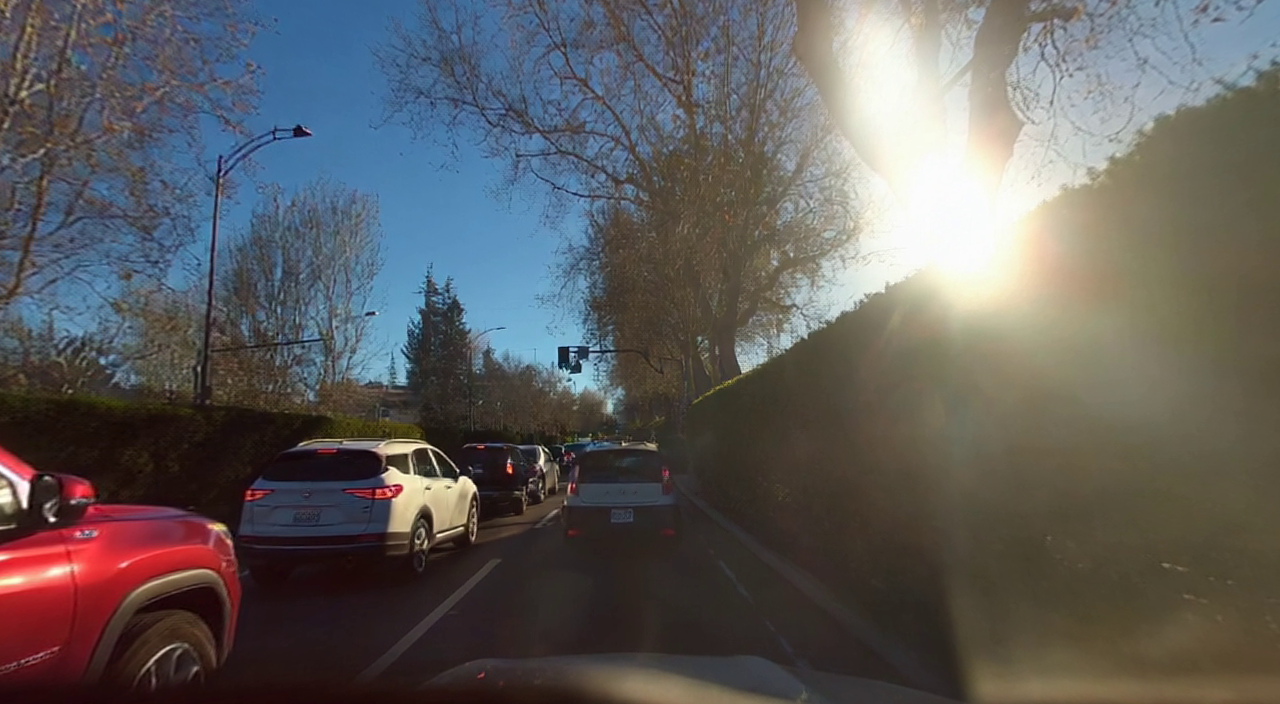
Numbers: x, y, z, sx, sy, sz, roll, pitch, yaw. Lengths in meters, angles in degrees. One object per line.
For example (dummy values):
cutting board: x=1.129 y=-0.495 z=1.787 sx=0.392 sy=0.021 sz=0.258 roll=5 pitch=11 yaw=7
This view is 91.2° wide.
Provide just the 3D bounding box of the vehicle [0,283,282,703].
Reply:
vehicle: x=-3.285 y=0.674 z=1.212 sx=2.205 sy=1.913 sz=5.327 roll=-5 pitch=-8 yaw=-2

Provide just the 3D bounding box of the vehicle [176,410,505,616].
vehicle: x=-3.411 y=1.870 z=8.291 sx=2.256 sy=1.728 sz=4.421 roll=-6 pitch=-8 yaw=-2

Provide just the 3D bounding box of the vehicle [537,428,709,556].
vehicle: x=-0.252 y=2.084 z=9.963 sx=2.154 sy=1.581 sz=4.007 roll=0 pitch=-9 yaw=-1
